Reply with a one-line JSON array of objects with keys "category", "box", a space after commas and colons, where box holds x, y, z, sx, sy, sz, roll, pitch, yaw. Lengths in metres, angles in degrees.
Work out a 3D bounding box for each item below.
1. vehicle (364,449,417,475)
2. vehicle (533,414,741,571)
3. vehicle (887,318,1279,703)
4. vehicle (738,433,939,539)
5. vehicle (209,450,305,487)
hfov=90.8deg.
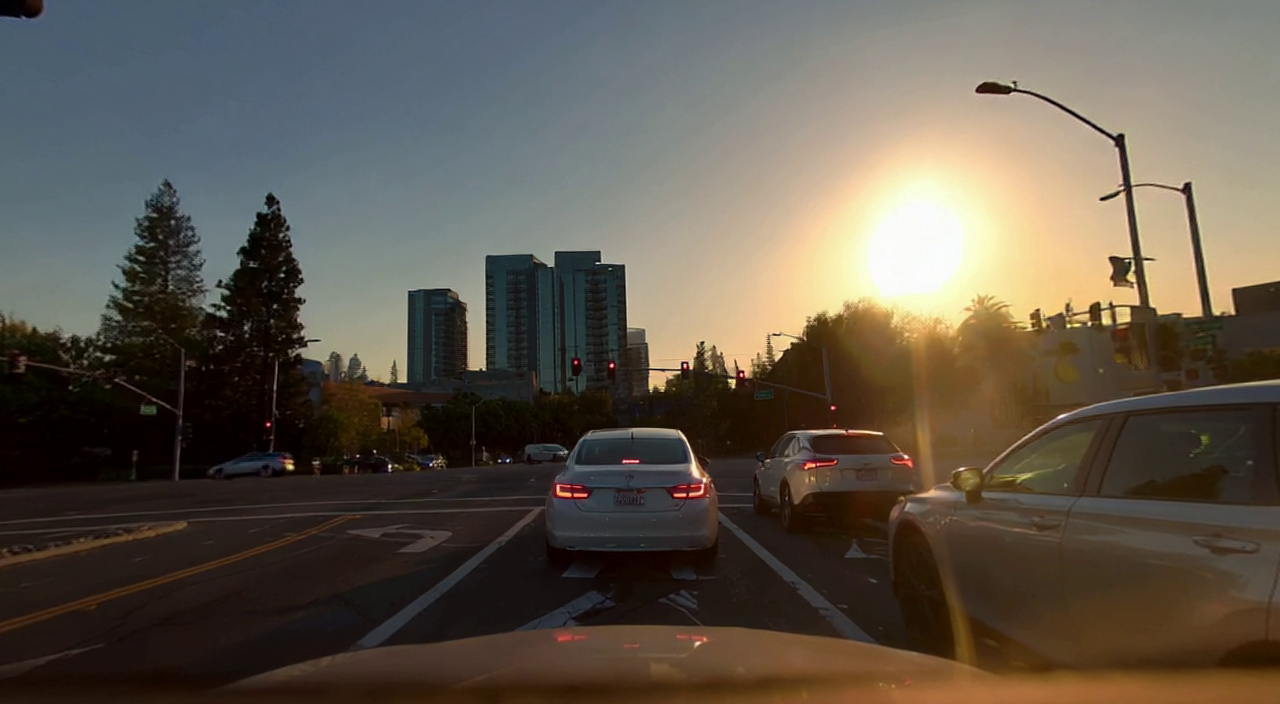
[{"category": "vehicle", "box": [-18.755, 8.261, 47.763, 2.026, 1.836, 4.726, 0, -8, 0]}, {"category": "vehicle", "box": [-0.079, 1.783, 8.760, 2.188, 1.637, 4.027, 0, -8, -1]}, {"category": "vehicle", "box": [3.003, 0.865, 2.674, 2.103, 1.701, 4.294, 0, -8, -1]}, {"category": "vehicle", "box": [3.144, 2.216, 11.154, 2.001, 1.463, 4.398, 0, -8, -2]}, {"category": "vehicle", "box": [-20.623, 6.236, 34.048, 4.448, 1.837, 2.021, -3, -9, 21]}]
